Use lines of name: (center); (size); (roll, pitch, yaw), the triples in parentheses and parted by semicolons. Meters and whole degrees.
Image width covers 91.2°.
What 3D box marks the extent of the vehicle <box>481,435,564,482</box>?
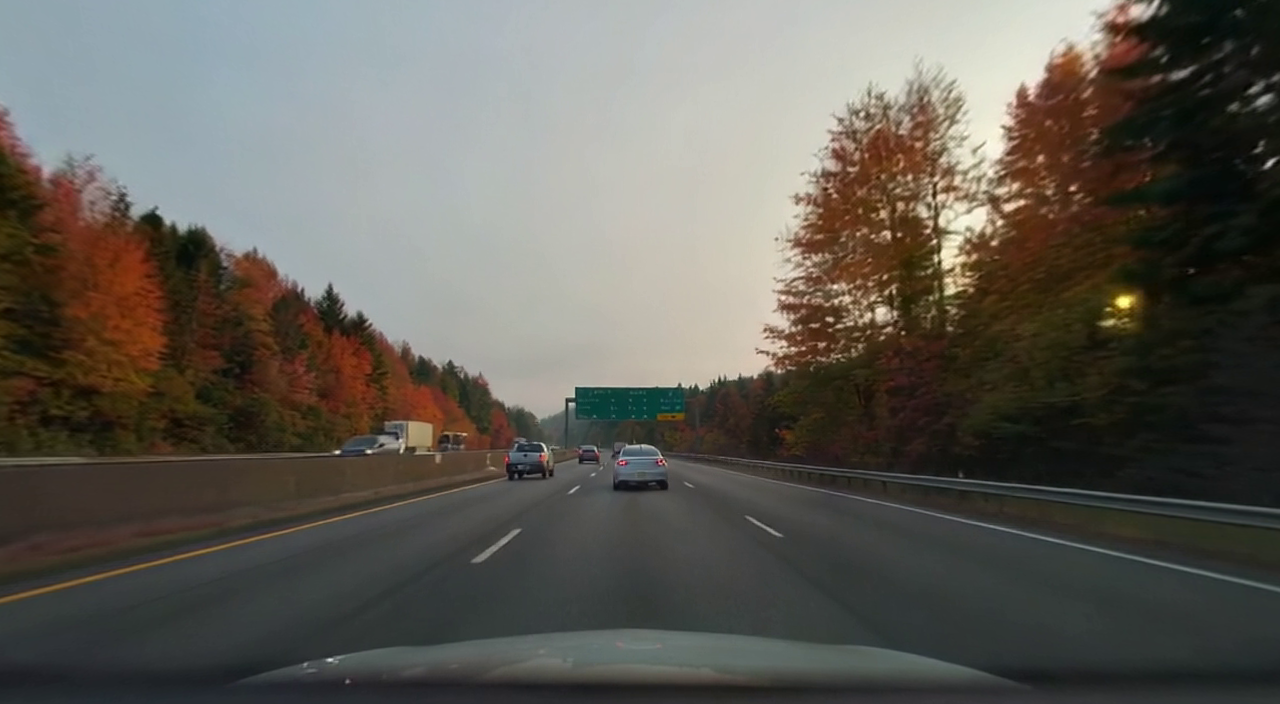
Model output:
vehicle: (-4.515, 4.186, 24.918); (2.545, 1.679, 4.267); (0, -9, -1)

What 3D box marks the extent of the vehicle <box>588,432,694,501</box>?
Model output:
vehicle: (-0.019, 3.164, 17.722); (2.634, 1.679, 4.070); (0, -9, -1)

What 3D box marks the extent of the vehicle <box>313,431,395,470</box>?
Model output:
vehicle: (-15.840, 5.508, 35.099); (2.107, 1.969, 5.204); (0, -9, 1)
